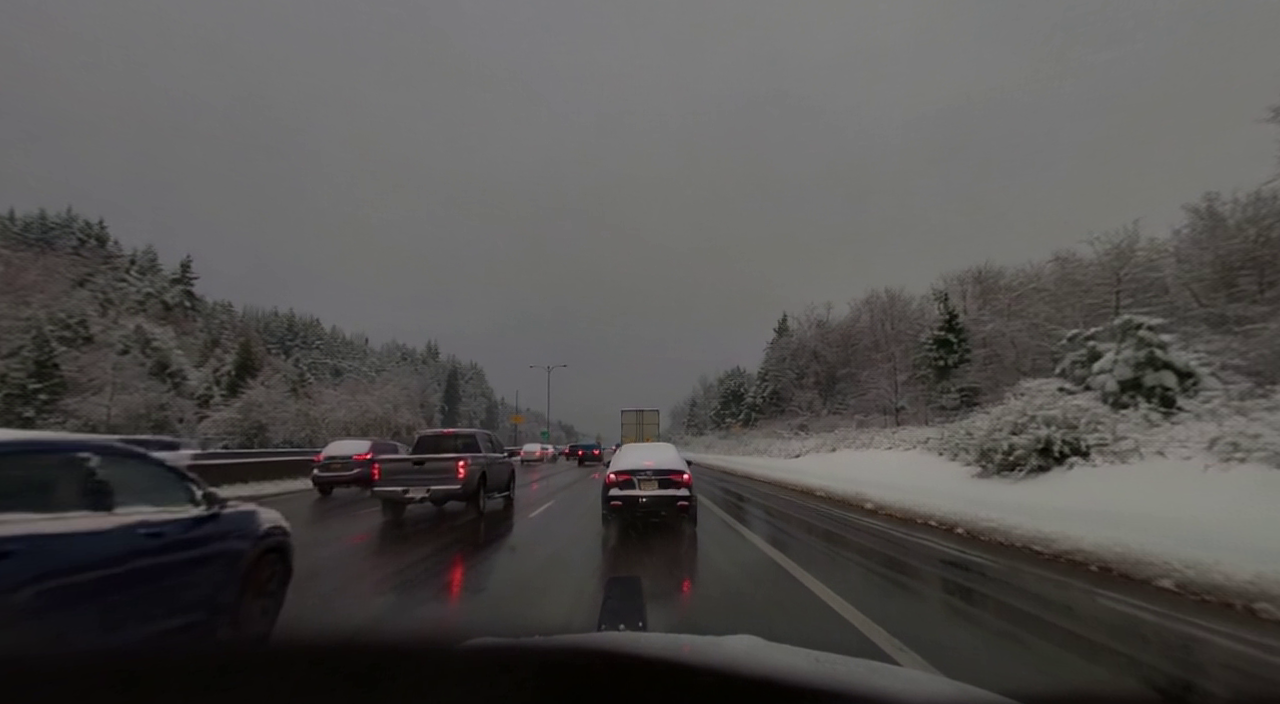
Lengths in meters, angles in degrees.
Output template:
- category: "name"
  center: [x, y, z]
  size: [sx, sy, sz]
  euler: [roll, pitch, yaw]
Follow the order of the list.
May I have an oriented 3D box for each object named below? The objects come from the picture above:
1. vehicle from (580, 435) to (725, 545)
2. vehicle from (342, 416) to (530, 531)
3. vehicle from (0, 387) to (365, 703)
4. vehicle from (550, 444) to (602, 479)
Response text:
- category: "vehicle"
  center: [0.164, 2.174, 10.471]
  size: [1.995, 1.495, 3.380]
  euler: [0, -9, 0]
- category: "vehicle"
  center: [-3.684, 2.312, 12.502]
  size: [2.051, 1.829, 4.736]
  euler: [0, -9, 1]
- category: "vehicle"
  center: [-3.373, 1.011, 3.149]
  size: [1.980, 1.491, 4.340]
  euler: [0, -9, 1]
- category: "vehicle"
  center: [-2.875, 5.008, 28.971]
  size: [1.998, 1.466, 3.684]
  euler: [0, -9, 0]
